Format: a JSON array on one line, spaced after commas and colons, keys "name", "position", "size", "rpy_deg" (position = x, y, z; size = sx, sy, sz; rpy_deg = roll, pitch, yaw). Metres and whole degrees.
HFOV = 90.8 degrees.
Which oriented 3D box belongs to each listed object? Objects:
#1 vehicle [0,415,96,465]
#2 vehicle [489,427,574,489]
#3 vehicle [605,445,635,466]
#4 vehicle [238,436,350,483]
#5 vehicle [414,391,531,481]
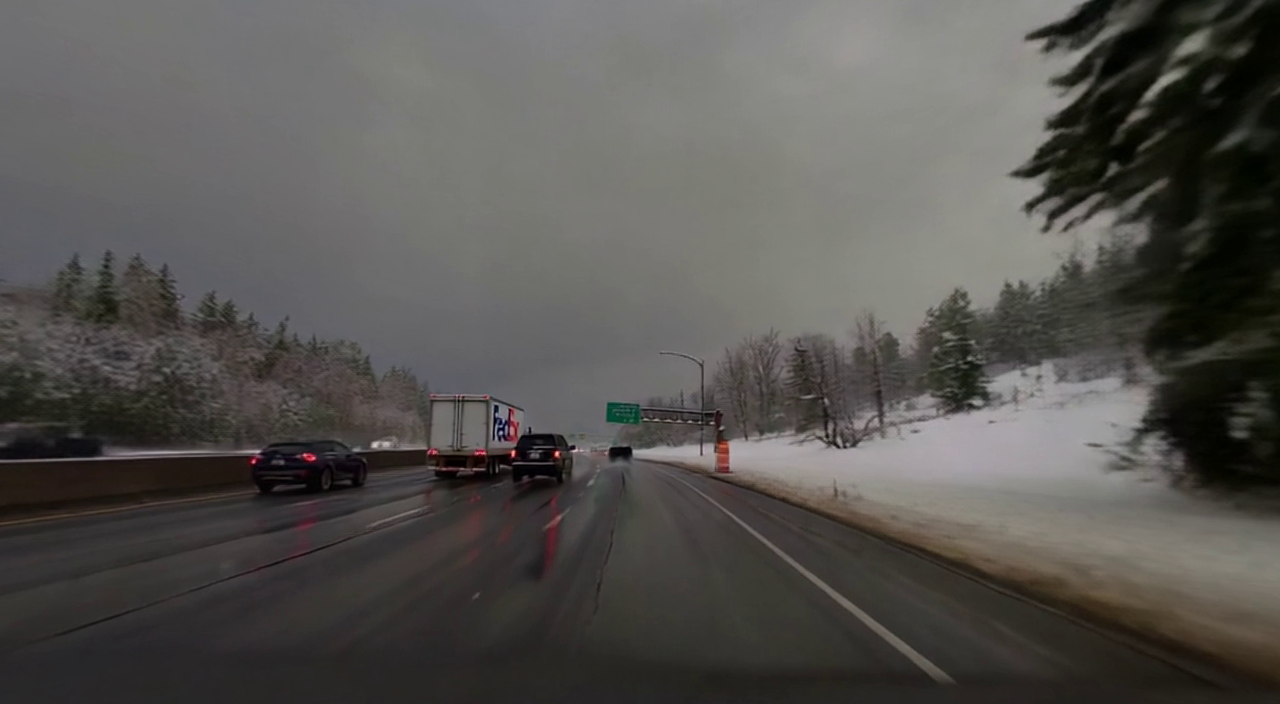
[{"name": "vehicle", "position": [-26.712, 3.766, 26.785], "size": [2.229, 1.969, 5.765], "rpy_deg": [0, -9, -2]}, {"name": "vehicle", "position": [-3.602, 3.640, 21.946], "size": [2.170, 1.886, 4.628], "rpy_deg": [0, -9, -1]}, {"name": "vehicle", "position": [-1.510, 7.603, 46.647], "size": [2.043, 1.489, 3.839], "rpy_deg": [1, -9, -4]}, {"name": "vehicle", "position": [-13.604, 4.256, 25.213], "size": [2.018, 1.668, 4.409], "rpy_deg": [0, -9, -1]}, {"name": "vehicle", "position": [-6.823, 3.710, 27.343], "size": [2.870, 3.266, 8.589], "rpy_deg": [0, -9, -1]}]
